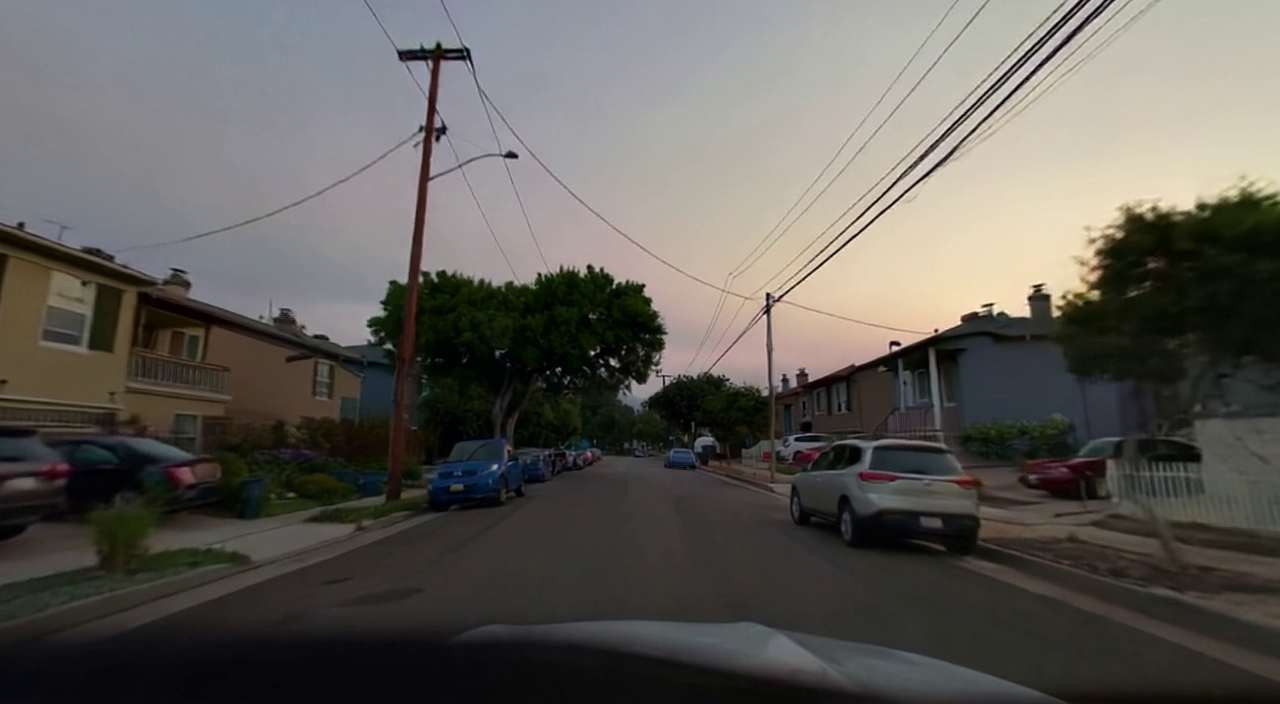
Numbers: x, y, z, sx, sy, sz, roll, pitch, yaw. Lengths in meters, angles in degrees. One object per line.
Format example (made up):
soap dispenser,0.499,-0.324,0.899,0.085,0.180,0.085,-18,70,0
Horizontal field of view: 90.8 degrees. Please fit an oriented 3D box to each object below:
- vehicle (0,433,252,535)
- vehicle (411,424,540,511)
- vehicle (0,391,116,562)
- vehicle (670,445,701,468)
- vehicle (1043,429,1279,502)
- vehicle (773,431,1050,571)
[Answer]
vehicle,-9.197,2.076,10.243,4.462,1.460,2.014,0,-9,1
vehicle,-4.047,2.937,16.562,2.057,1.887,5.053,0,-9,-1
vehicle,-9.102,1.387,7.118,4.469,1.816,2.022,0,-9,-1
vehicle,3.227,7.497,45.446,1.916,1.587,3.986,0,-9,1
vehicle,12.874,2.762,15.605,4.377,1.650,2.107,0,-9,-2
vehicle,3.523,2.001,9.342,2.019,1.536,4.405,0,-9,-2
